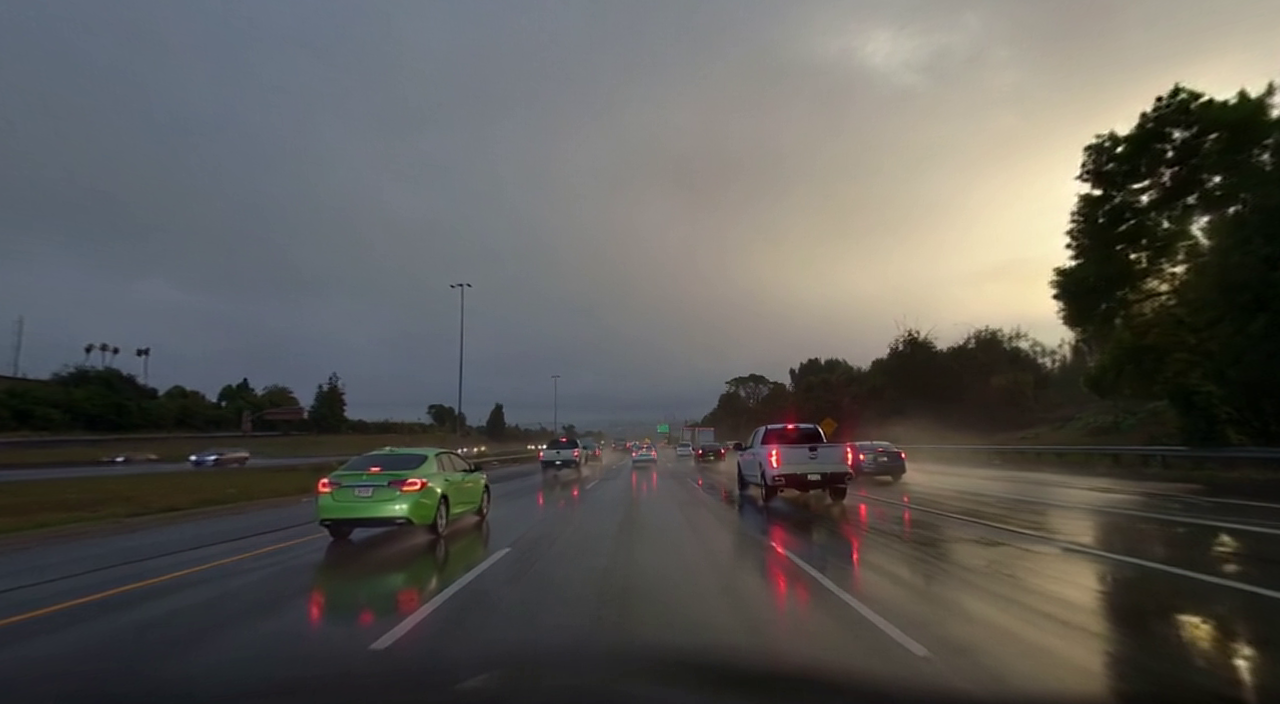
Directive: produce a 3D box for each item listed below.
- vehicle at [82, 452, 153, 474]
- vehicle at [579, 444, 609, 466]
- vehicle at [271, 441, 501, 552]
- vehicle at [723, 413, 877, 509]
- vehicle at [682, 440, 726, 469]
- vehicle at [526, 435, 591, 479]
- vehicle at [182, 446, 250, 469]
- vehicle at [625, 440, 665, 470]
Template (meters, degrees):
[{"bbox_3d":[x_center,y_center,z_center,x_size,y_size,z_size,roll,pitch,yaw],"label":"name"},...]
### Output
[{"bbox_3d":[-38.265,8.102,46.225,1.751,1.485,4.008,0,-9,0],"label":"vehicle"},{"bbox_3d":[-3.318,7.495,45.858,1.907,1.484,3.954,0,-9,0],"label":"vehicle"},{"bbox_3d":[-3.797,2.209,10.388,1.947,1.424,4.264,0,-9,1],"label":"vehicle"},{"bbox_3d":[3.649,2.646,15.712,2.340,1.925,5.529,0,-9,-1],"label":"vehicle"},{"bbox_3d":[3.832,6.244,38.423,2.145,1.636,4.437,1,-9,-1],"label":"vehicle"},{"bbox_3d":[-3.562,4.732,28.640,2.176,1.783,4.799,0,-9,2],"label":"vehicle"},{"bbox_3d":[-30.770,7.660,45.880,1.875,1.542,4.486,0,-9,0],"label":"vehicle"},{"bbox_3d":[0.248,5.836,35.755,2.147,1.572,4.094,0,-9,0],"label":"vehicle"}]
